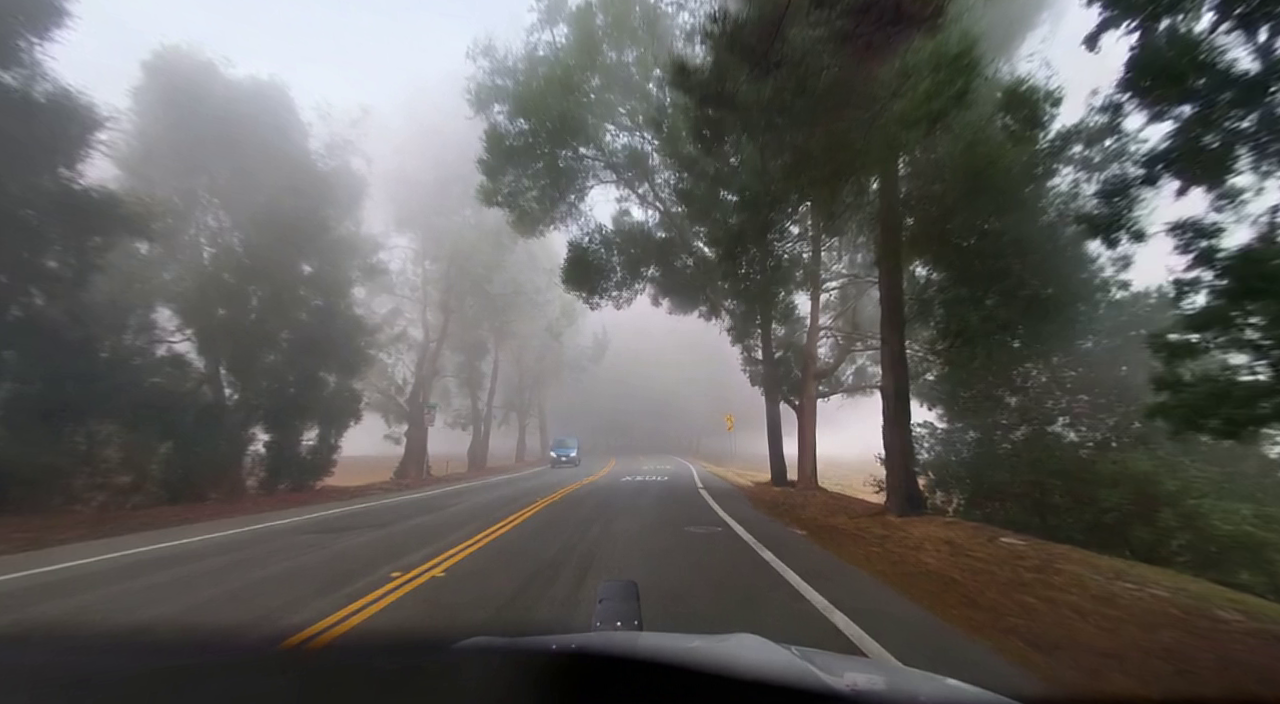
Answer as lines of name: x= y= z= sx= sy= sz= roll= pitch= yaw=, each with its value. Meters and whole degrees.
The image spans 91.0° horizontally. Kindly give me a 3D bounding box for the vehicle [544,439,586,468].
vehicle: x=-5.121 y=7.033 z=43.872 sx=2.394 sy=1.900 sz=5.863 roll=0 pitch=-8 yaw=-2
